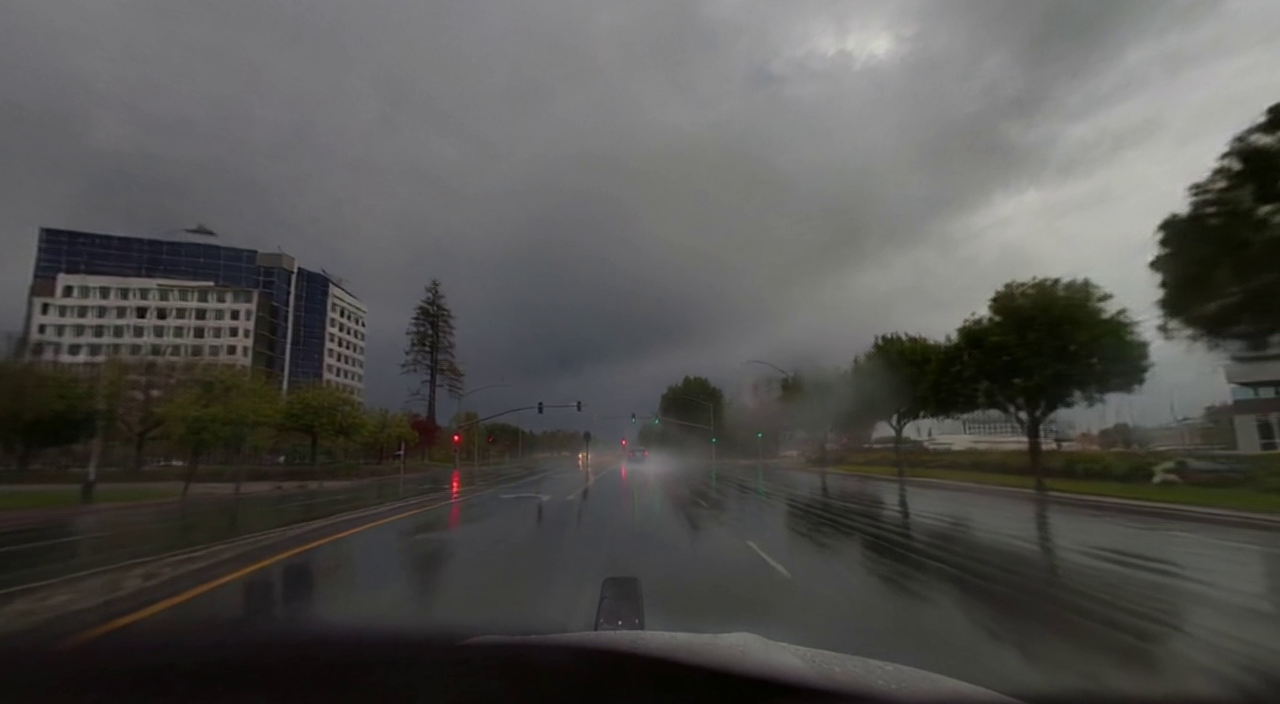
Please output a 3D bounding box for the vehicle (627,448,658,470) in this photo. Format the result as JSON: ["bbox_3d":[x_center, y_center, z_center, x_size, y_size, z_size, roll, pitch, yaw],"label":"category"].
[{"bbox_3d":[0.187,7.585,44.975,2.064,1.477,3.968,0,-9,0],"label":"vehicle"}]
